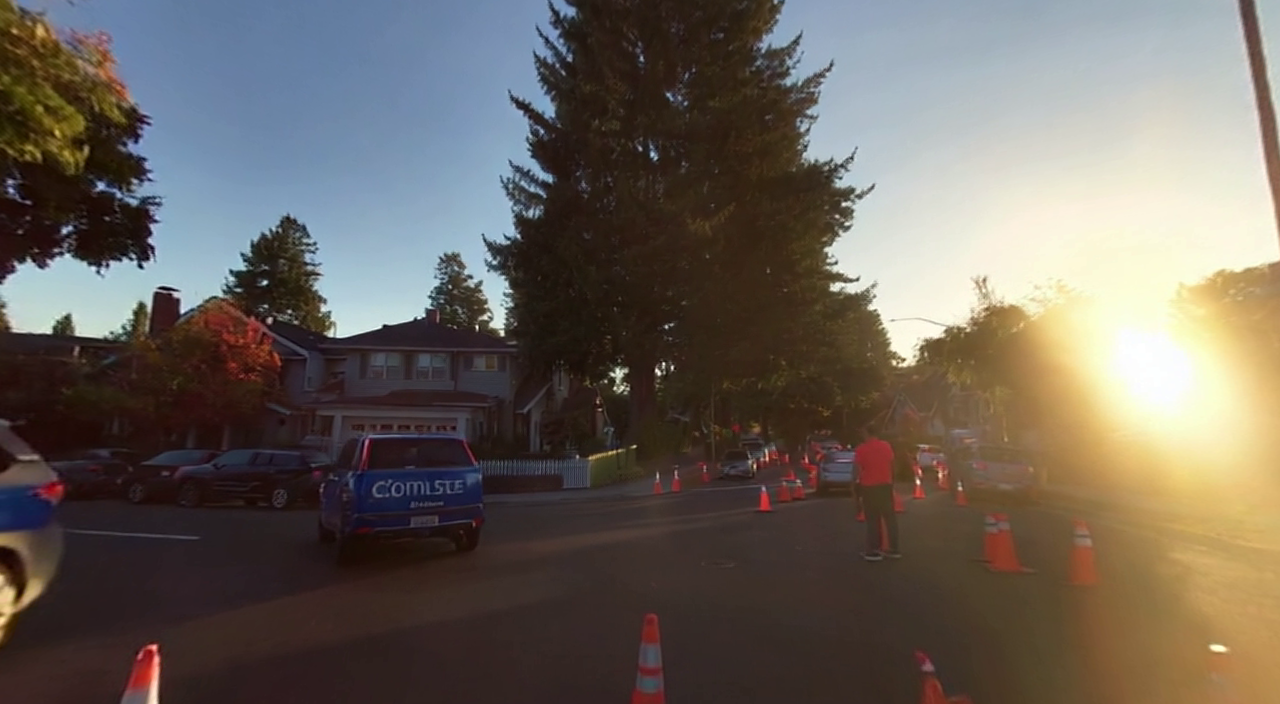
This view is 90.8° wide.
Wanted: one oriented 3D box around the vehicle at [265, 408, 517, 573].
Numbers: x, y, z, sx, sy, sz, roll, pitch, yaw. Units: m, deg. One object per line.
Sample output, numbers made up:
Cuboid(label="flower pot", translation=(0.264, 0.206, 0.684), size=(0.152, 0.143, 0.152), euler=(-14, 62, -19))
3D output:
Cuboid(label="vehicle", translation=(-3.773, 1.824, 9.158), size=(2.350, 1.748, 4.094), euler=(6, -10, -36))

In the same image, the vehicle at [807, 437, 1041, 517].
Cuboid(label="vehicle", translation=(6.621, 2.850, 14.925), size=(4.656, 1.577, 2.099), euler=(1, -8, -15))

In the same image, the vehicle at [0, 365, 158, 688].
Cuboid(label="vehicle", translation=(-4.819, 0.868, 2.547), size=(2.471, 1.892, 4.952), euler=(1, -9, -10))

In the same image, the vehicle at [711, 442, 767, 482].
Cuboid(label="vehicle", translation=(4.811, 5.188, 30.241), size=(2.014, 1.742, 4.297), euler=(-3, -9, 16))
